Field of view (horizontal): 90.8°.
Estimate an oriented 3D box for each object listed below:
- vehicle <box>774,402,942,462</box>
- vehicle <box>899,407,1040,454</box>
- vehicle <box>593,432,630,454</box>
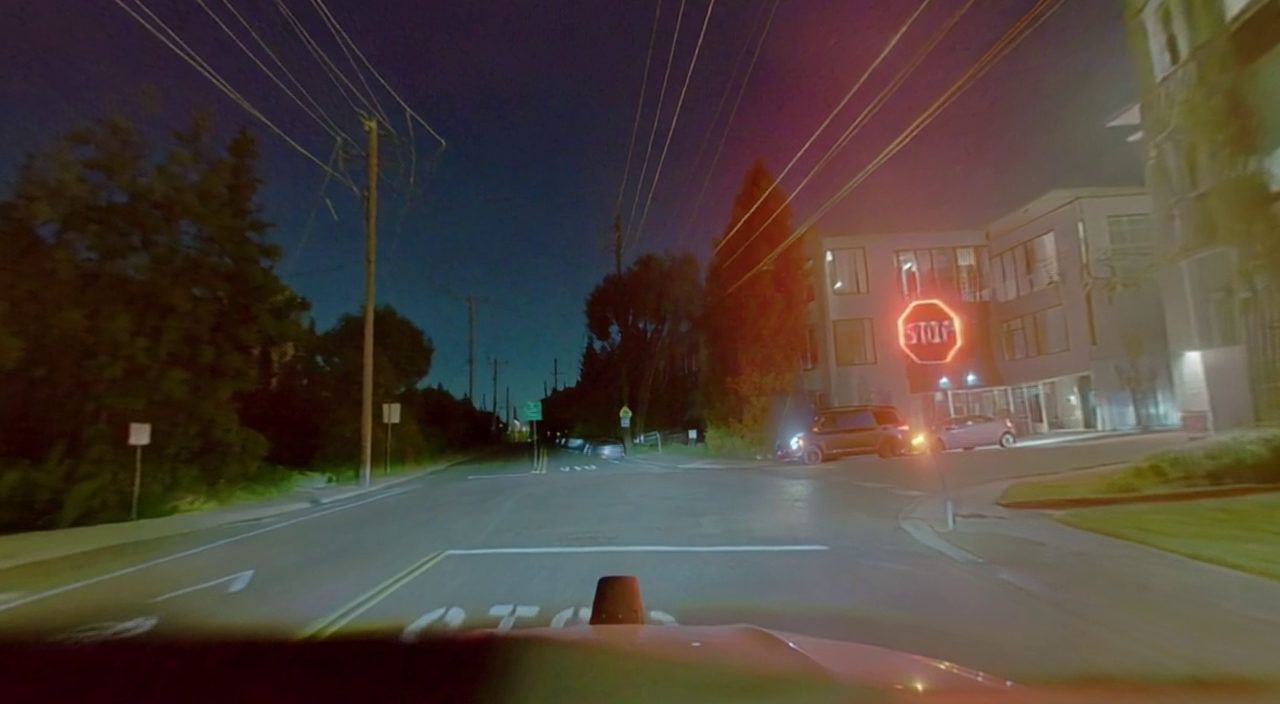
[{"bbox_3d":[7.158,2.726,21.217,4.790,1.872,2.155,0,-10,1],"label":"vehicle"},{"bbox_3d":[13.453,3.241,25.900,4.830,1.490,1.878,-2,-10,-11],"label":"vehicle"},{"bbox_3d":[-2.055,6.348,43.976,1.918,1.475,4.060,1,-9,-12],"label":"vehicle"}]
